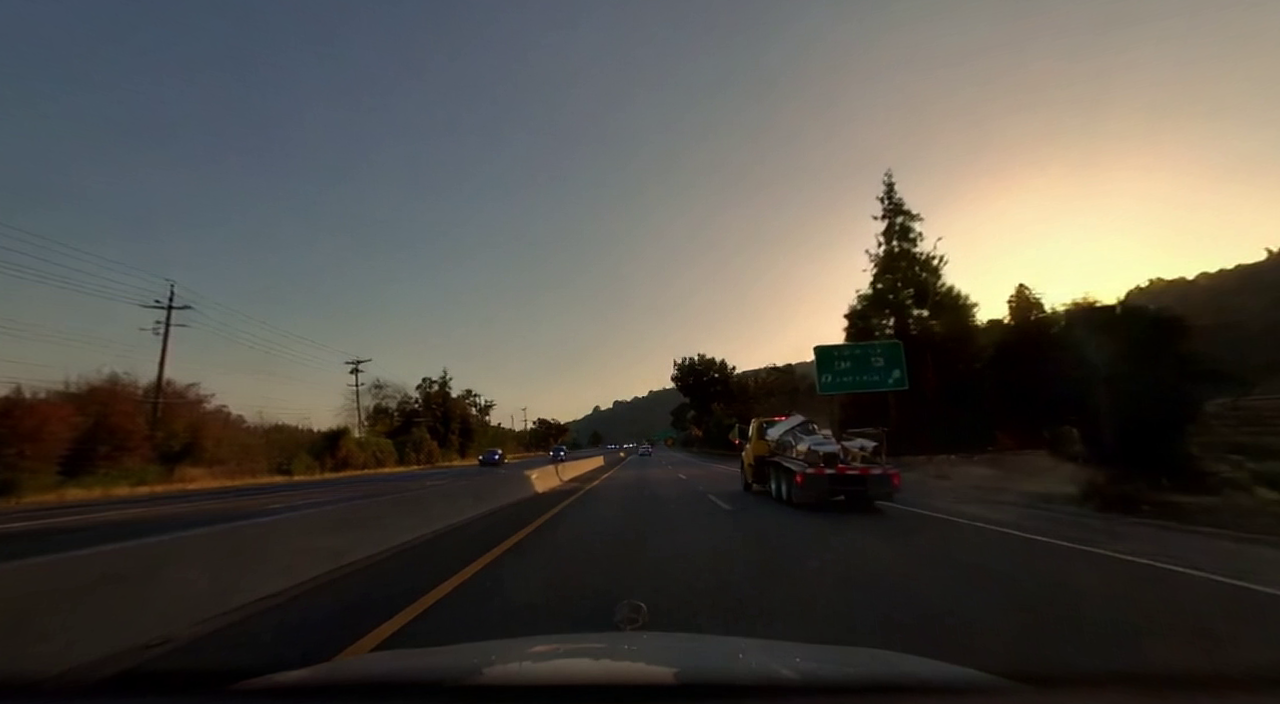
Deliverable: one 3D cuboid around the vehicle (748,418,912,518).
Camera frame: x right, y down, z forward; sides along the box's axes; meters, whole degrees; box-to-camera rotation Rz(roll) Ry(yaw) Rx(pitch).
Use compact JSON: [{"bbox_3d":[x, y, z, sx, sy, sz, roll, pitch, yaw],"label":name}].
[{"bbox_3d":[4.317,2.765,15.490,2.309,2.003,5.139,0,-9,-1],"label":"vehicle"}]
